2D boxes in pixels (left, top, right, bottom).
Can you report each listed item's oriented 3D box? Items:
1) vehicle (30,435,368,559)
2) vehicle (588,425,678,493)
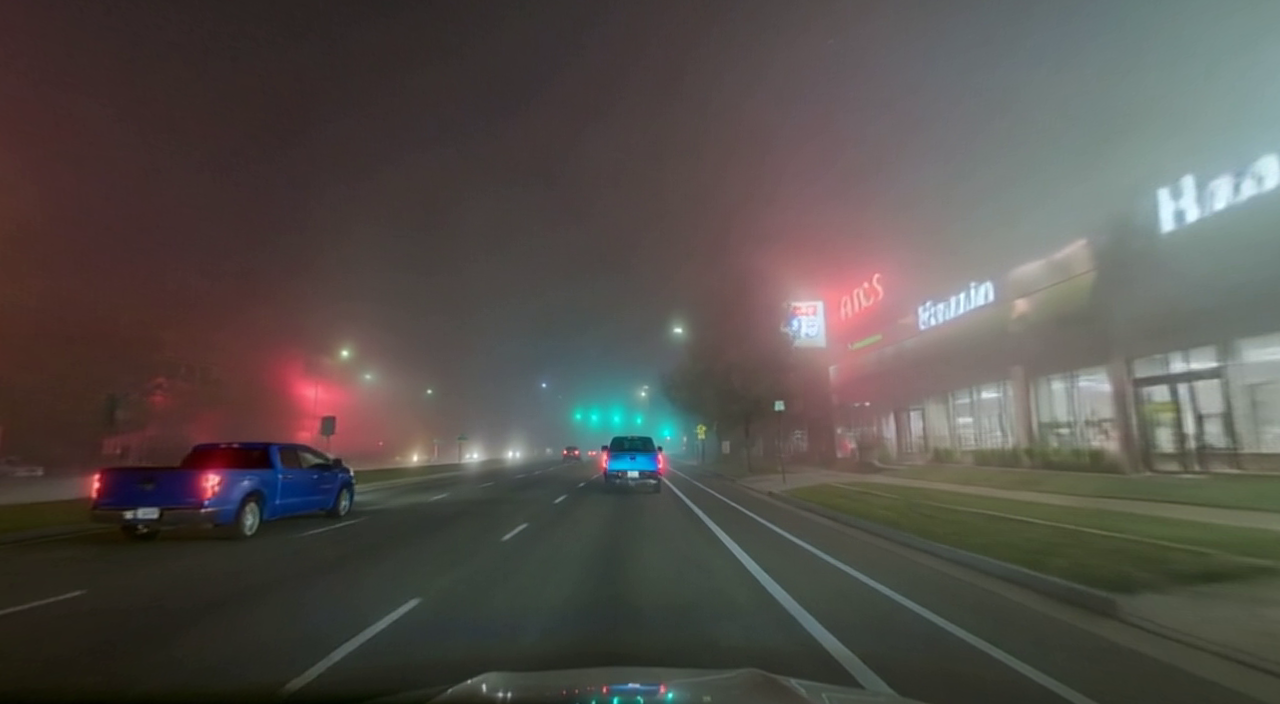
[{"bbox_3d":[-6.152,2.040,9.714,1.888,1.424,4.553,0,-8,1],"label":"vehicle"},{"bbox_3d":[-0.249,3.508,21.153,2.590,1.932,5.776,0,-8,-1],"label":"vehicle"}]
